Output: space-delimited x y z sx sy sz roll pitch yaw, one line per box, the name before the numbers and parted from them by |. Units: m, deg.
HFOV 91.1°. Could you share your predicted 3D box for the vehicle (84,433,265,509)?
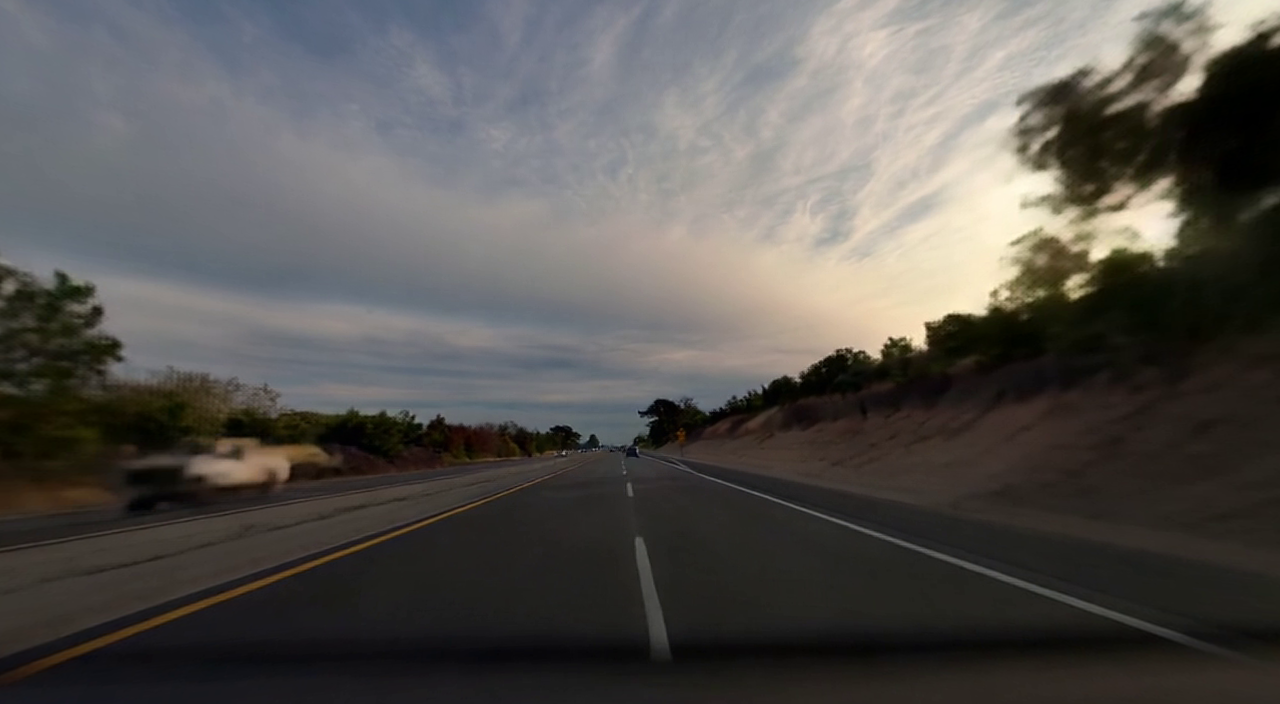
vehicle | -14.287 3.658 19.779 2.096 2.063 4.815 0 -9 -2
